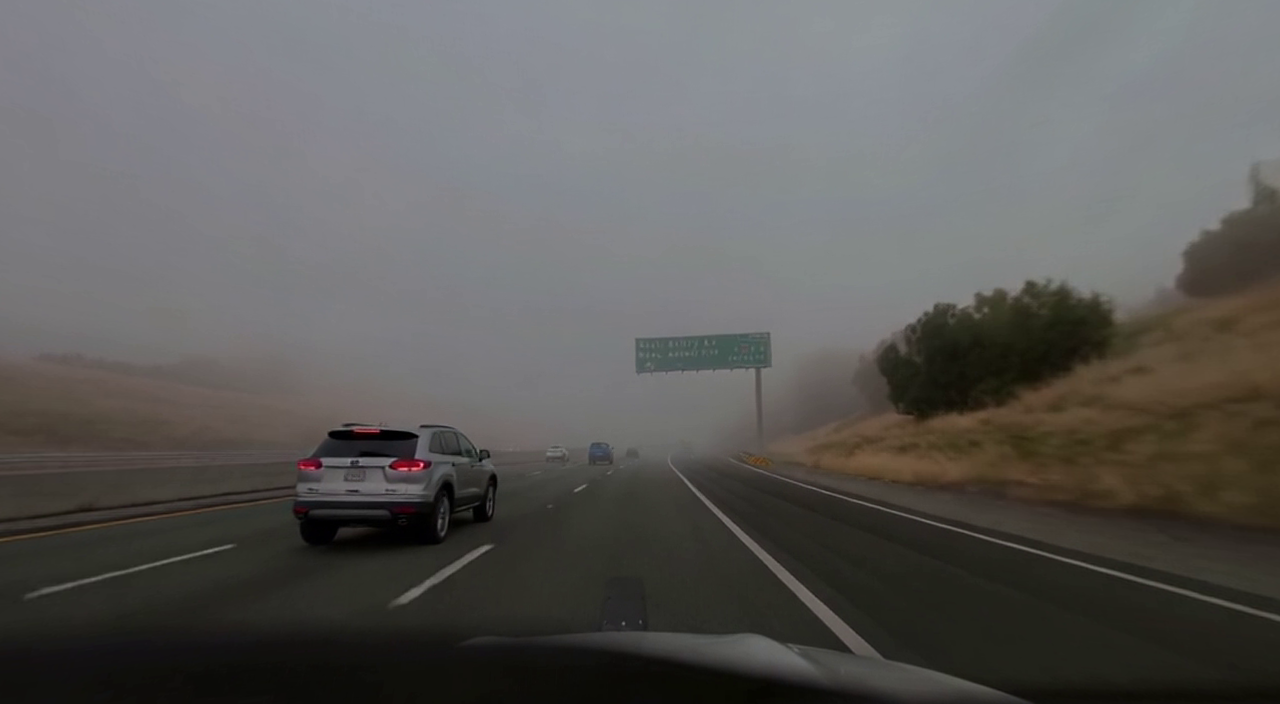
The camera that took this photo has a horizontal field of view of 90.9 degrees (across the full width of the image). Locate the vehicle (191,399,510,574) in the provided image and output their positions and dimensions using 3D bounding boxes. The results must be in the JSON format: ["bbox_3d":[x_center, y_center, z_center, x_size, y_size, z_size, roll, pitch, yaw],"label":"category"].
[{"bbox_3d":[-3.590,1.795,9.181,2.218,1.848,4.789,0,-9,2],"label":"vehicle"}]
